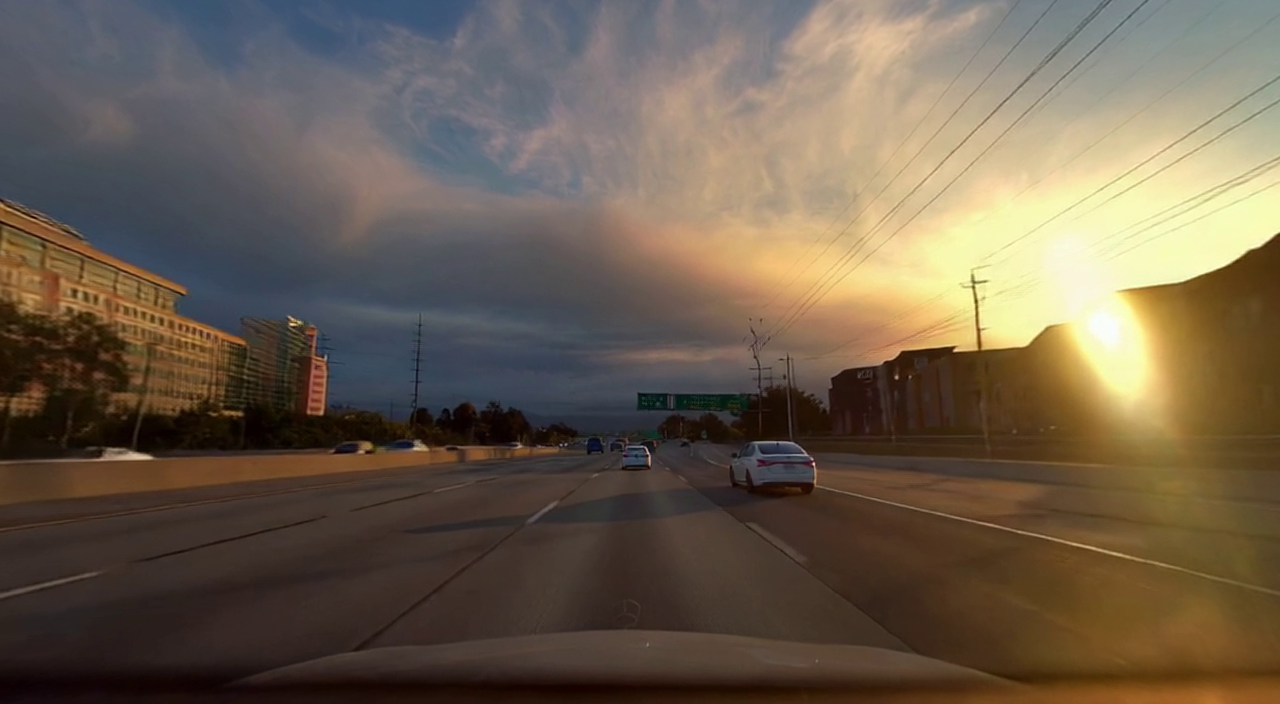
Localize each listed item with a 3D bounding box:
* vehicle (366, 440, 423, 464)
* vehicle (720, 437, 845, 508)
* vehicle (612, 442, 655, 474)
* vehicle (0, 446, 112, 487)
[{"bbox_3d":[-16.877,6.888,43.528,1.995,1.569,4.734,0,-8,0],"label":"vehicle"},{"bbox_3d":[3.399,2.957,16.017,1.995,1.533,4.463,0,-8,-2],"label":"vehicle"},{"bbox_3d":[-0.337,5.333,31.890,2.019,1.472,3.971,0,-8,-1],"label":"vehicle"},{"bbox_3d":[-27.621,5.218,29.180,2.085,1.710,4.800,0,-8,0],"label":"vehicle"}]
